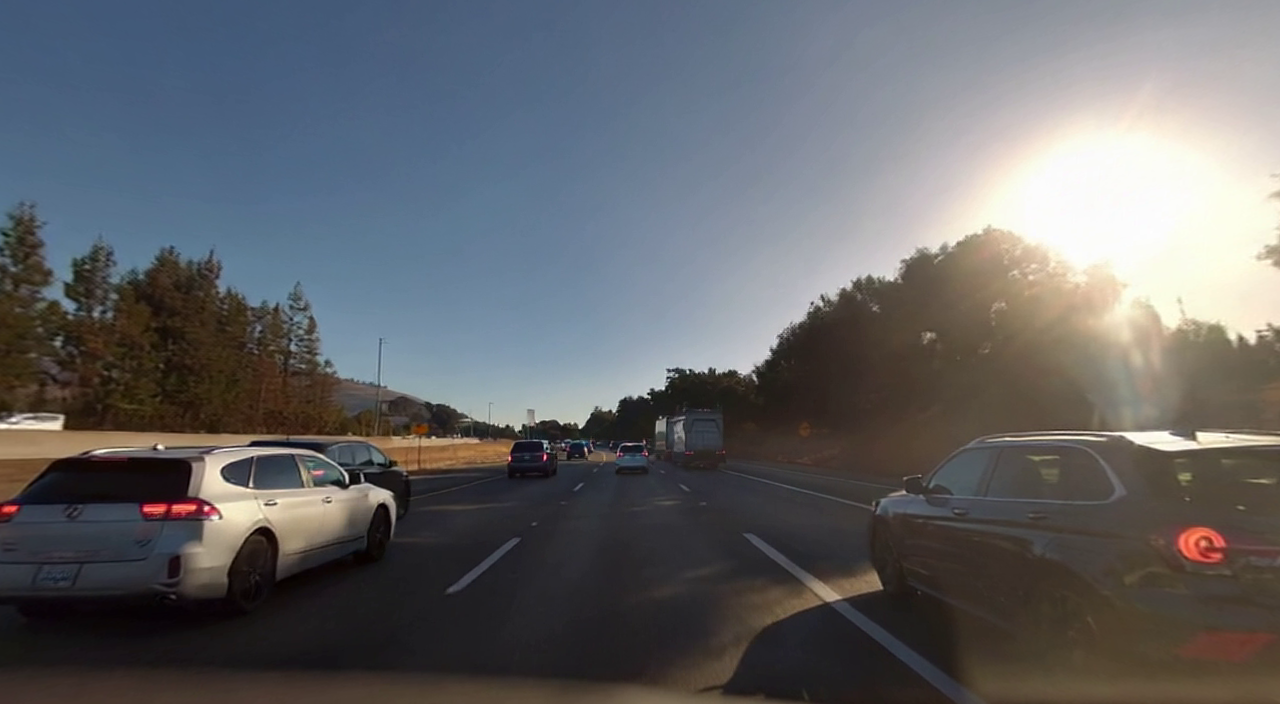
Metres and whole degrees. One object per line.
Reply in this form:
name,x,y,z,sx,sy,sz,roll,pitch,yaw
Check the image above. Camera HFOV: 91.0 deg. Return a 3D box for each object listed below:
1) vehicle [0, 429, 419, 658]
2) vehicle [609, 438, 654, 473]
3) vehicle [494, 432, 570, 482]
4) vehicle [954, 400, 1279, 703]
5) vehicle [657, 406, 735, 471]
vehicle,-3.976,1.536,6.197,1.947,1.424,4.264,0,-9,2
vehicle,-0.444,5.459,33.354,2.235,1.682,4.094,0,-8,-1
vehicle,-4.245,4.237,25.673,2.176,1.783,4.799,0,-8,1
vehicle,3.179,0.924,2.092,2.031,1.504,4.327,0,-8,0
vehicle,3.037,5.354,38.518,3.426,3.279,12.313,0,-8,-1
